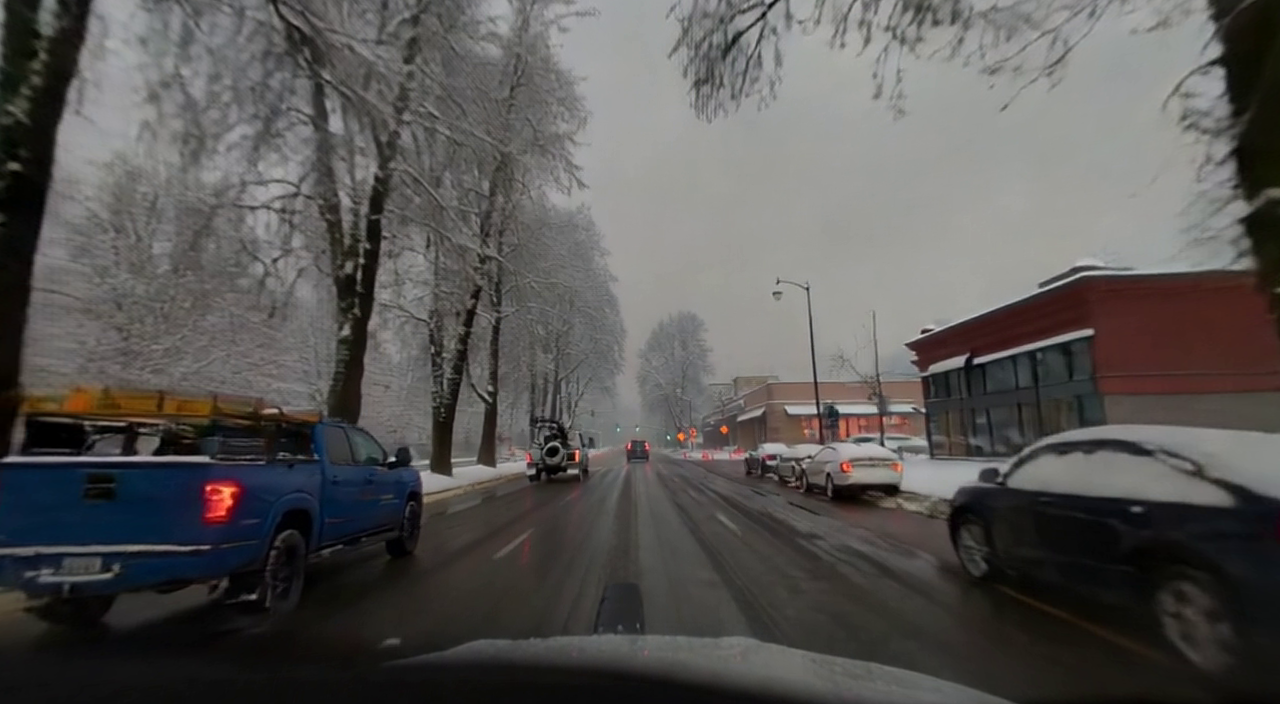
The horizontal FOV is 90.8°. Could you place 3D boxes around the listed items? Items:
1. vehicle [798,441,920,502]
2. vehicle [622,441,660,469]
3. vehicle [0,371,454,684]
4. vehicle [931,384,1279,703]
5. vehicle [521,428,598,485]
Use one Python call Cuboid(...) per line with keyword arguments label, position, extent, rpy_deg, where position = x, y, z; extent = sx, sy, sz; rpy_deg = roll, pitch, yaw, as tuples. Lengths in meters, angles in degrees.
Cuboid(label="vehicle", position=(6.055, 3.338, 18.128), extent=(2.045, 1.505, 4.615), rpy_deg=(-1, -9, 3))
Cuboid(label="vehicle", position=(-0.018, 6.977, 42.829), extent=(2.413, 1.748, 4.406), rpy_deg=(0, -9, -2))
Cuboid(label="vehicle", position=(-3.585, 1.326, 5.889), extent=(2.327, 1.775, 4.430), rpy_deg=(0, -9, 0))
Cuboid(label="vehicle", position=(4.230, 1.214, 4.752), extent=(2.082, 1.601, 4.451), rpy_deg=(-1, -9, 2))
Cuboid(label="vehicle", position=(-3.186, 4.306, 26.328), extent=(2.424, 2.063, 5.678), rpy_deg=(0, -9, 1))
